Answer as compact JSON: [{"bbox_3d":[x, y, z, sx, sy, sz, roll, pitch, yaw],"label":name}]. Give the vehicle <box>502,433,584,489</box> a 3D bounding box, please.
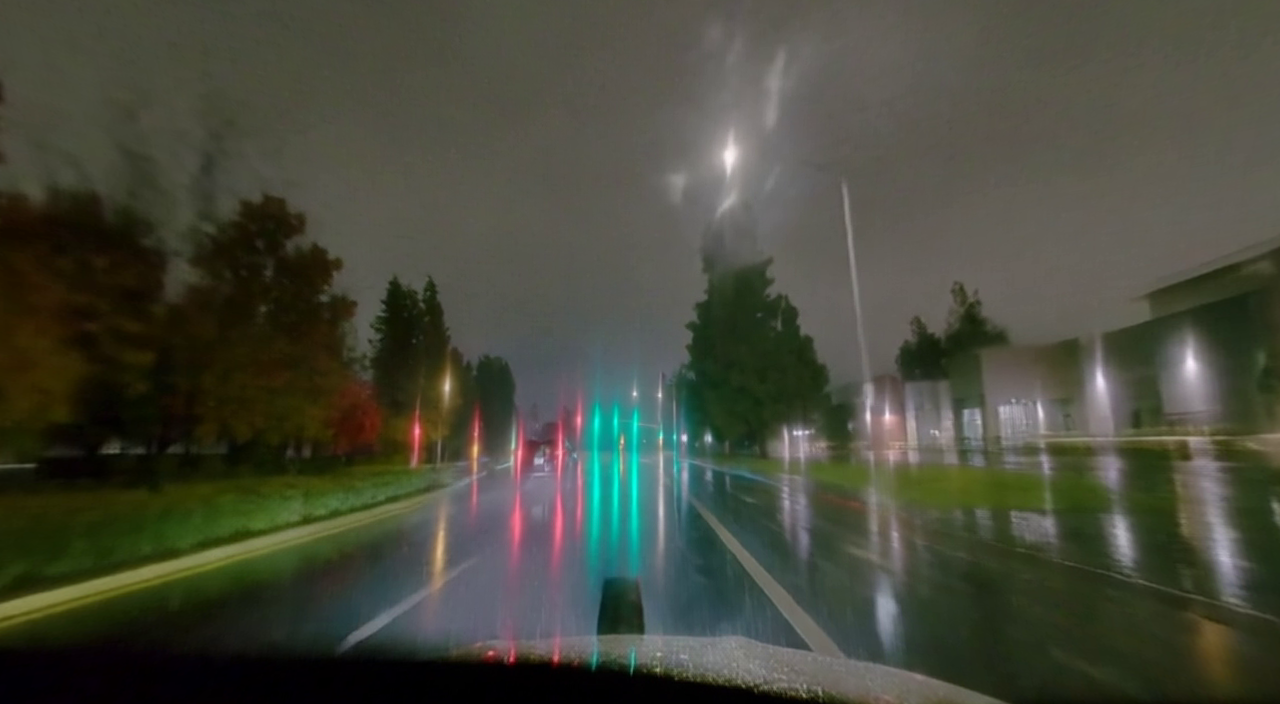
[{"bbox_3d":[-3.257,3.772,22.131,2.121,1.724,4.392,0,-9,1],"label":"vehicle"}]
